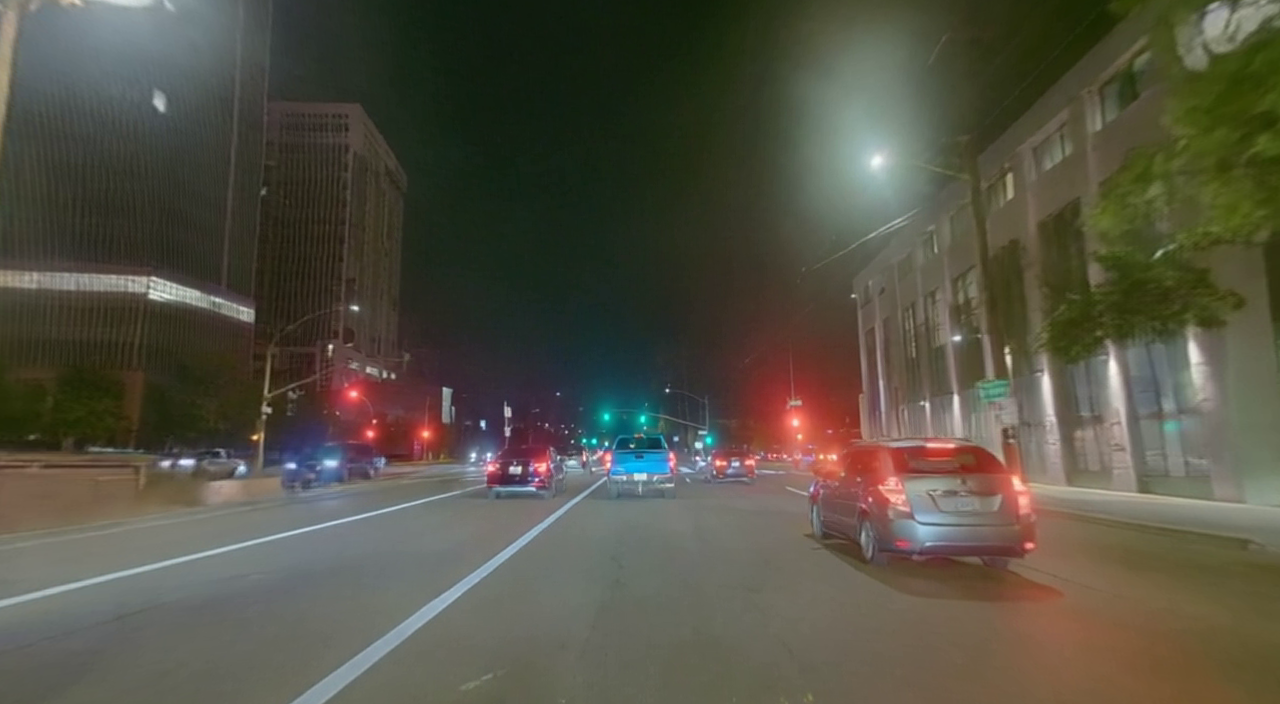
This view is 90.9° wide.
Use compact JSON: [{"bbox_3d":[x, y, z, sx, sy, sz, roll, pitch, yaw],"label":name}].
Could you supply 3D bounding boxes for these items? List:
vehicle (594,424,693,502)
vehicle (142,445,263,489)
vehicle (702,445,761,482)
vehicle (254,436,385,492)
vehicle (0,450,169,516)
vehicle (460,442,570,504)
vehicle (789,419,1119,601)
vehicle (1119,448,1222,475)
[{"bbox_3d":[0.092,3.154,18.379,2.493,1.934,4.957,0,-8,0],"label":"vehicle"},{"bbox_3d":[-19.012,4.951,27.696,1.982,1.728,4.696,0,-8,-1],"label":"vehicle"},{"bbox_3d":[4.036,4.979,28.497,1.968,1.472,4.456,0,-8,-1],"label":"vehicle"},{"bbox_3d":[-11.627,4.074,23.374,2.150,1.838,4.981,0,-8,1],"label":"vehicle"},{"bbox_3d":[-15.289,3.360,16.766,1.932,1.449,4.545,0,-8,1],"label":"vehicle"},{"bbox_3d":[-3.220,3.202,17.221,1.986,1.465,4.509,0,-8,1],"label":"vehicle"},{"bbox_3d":[3.353,1.740,7.867,1.955,1.628,4.152,0,-8,0],"label":"vehicle"},{"bbox_3d":[32.007,6.597,38.108,4.345,1.437,1.896,-2,-8,3],"label":"vehicle"}]
